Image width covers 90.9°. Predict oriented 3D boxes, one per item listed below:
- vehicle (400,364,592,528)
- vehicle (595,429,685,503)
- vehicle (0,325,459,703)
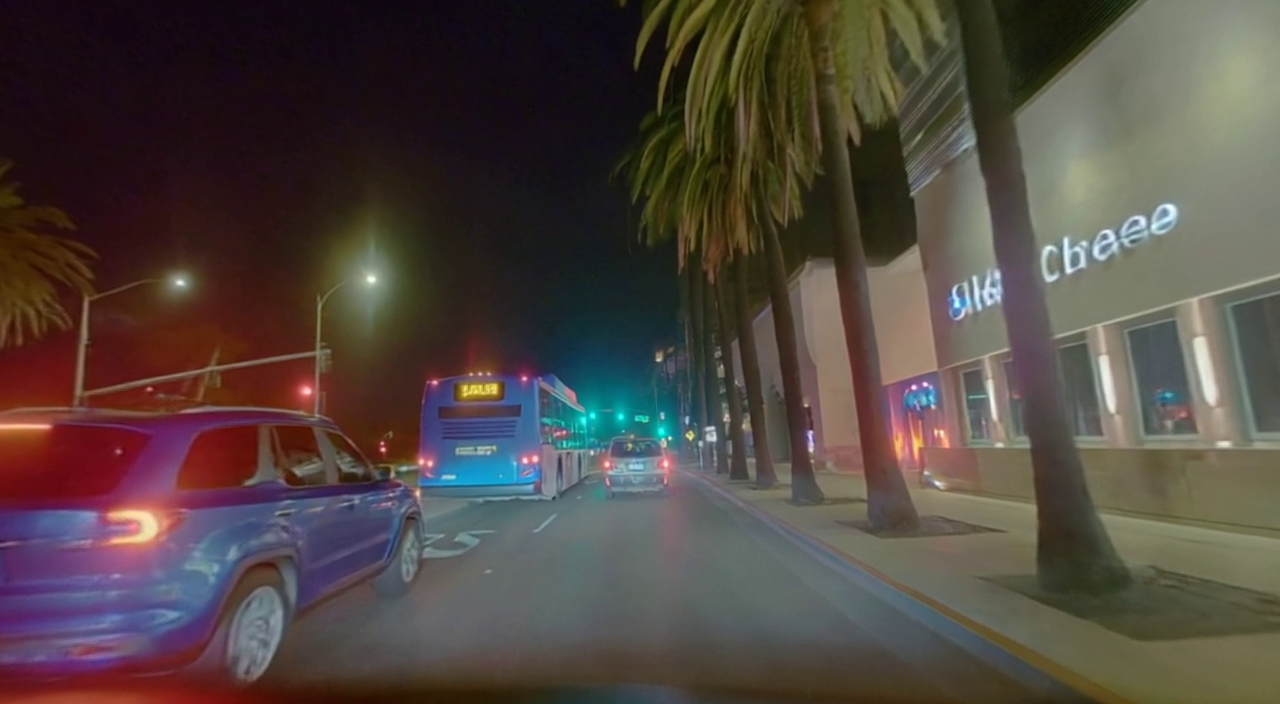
[{"bbox_3d":[-3.022,2.362,16.054,2.775,3.064,8.297,0,-8,1],"label":"vehicle"},{"bbox_3d":[0.006,2.993,16.973,2.120,1.727,3.917,0,-8,0],"label":"vehicle"},{"bbox_3d":[-3.020,1.131,4.408,2.124,1.799,4.587,0,-8,0],"label":"vehicle"}]
